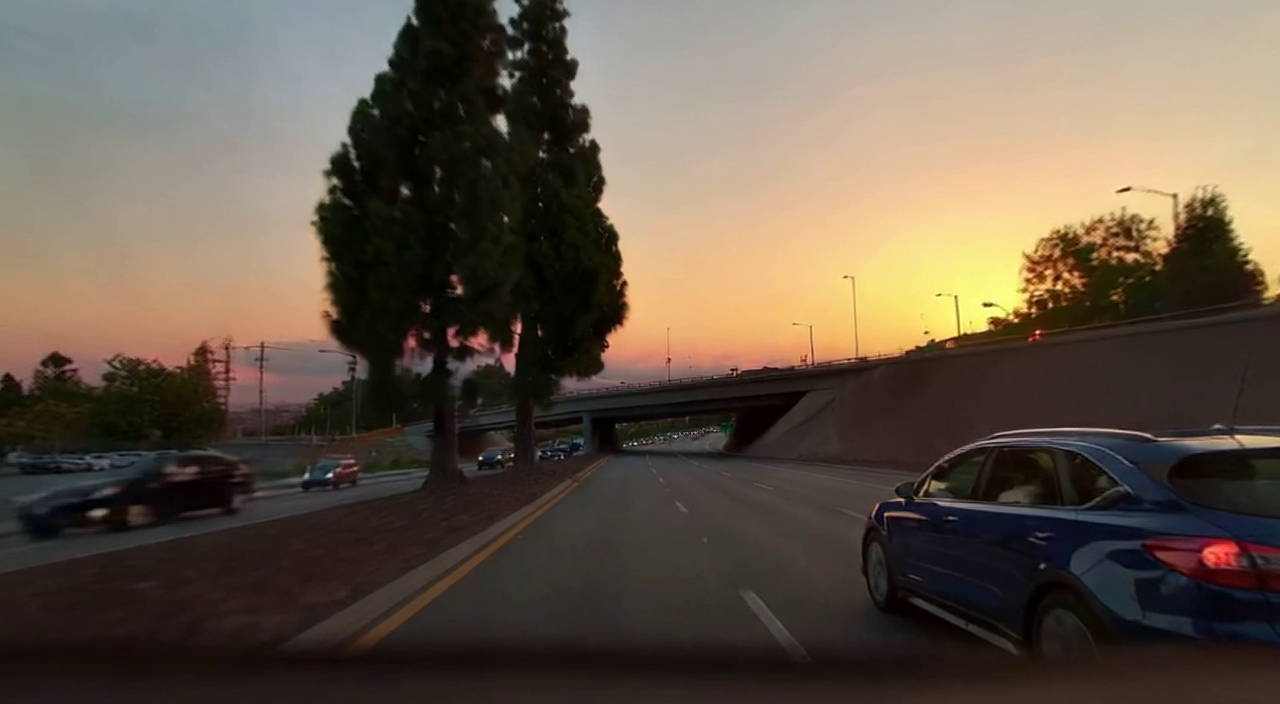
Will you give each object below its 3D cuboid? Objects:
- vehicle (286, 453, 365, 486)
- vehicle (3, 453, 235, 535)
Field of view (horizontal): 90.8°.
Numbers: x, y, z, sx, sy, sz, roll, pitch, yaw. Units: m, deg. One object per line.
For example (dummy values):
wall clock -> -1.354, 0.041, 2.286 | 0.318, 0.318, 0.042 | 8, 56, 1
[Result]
vehicle -> -16.867, 6.273, 34.147 | 1.861, 1.618, 4.731 | 0, -9, 0
vehicle -> -12.084, 3.262, 15.148 | 1.932, 1.615, 4.235 | 0, -9, -1
